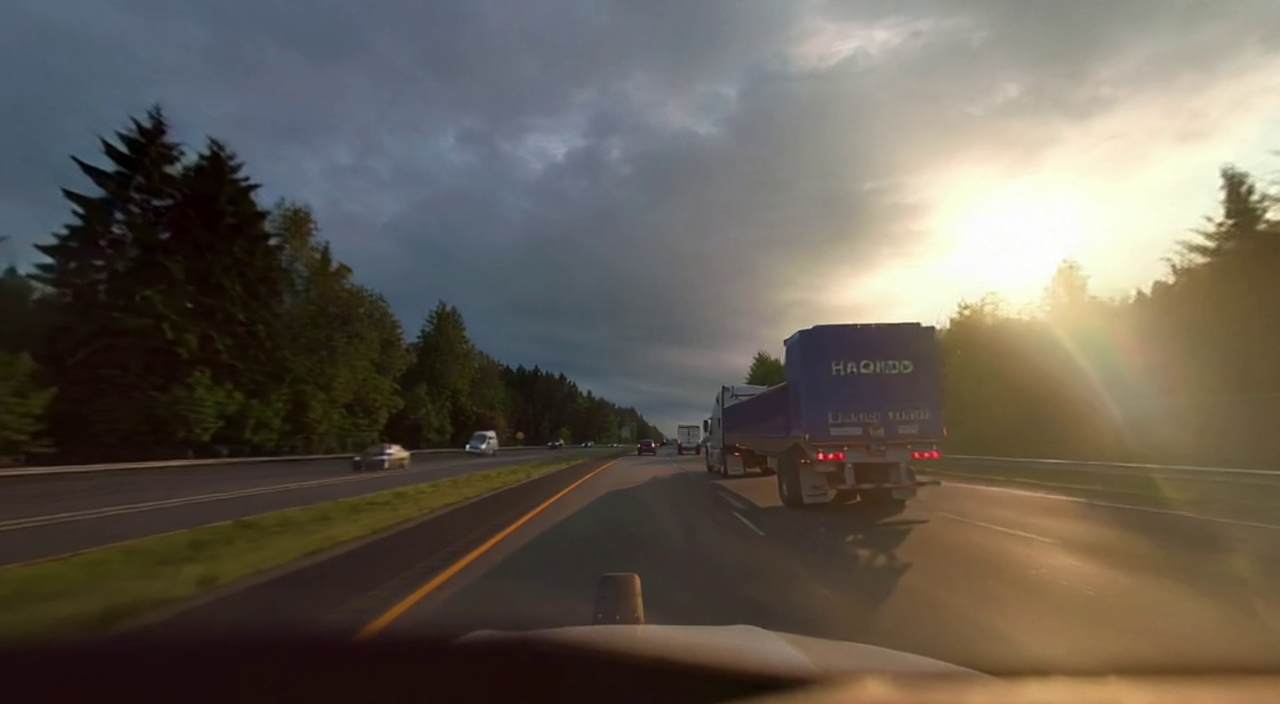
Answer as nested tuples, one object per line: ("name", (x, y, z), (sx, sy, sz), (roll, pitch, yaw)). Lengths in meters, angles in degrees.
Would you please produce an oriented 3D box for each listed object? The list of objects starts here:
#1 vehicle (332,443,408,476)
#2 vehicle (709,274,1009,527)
("vehicle", (-13.920, 5.540, 32.784), (1.871, 1.490, 4.603), (-1, -8, 1))
("vehicle", (4.231, 1.652, 17.020), (3.171, 4.072, 13.784), (0, -8, 0))
